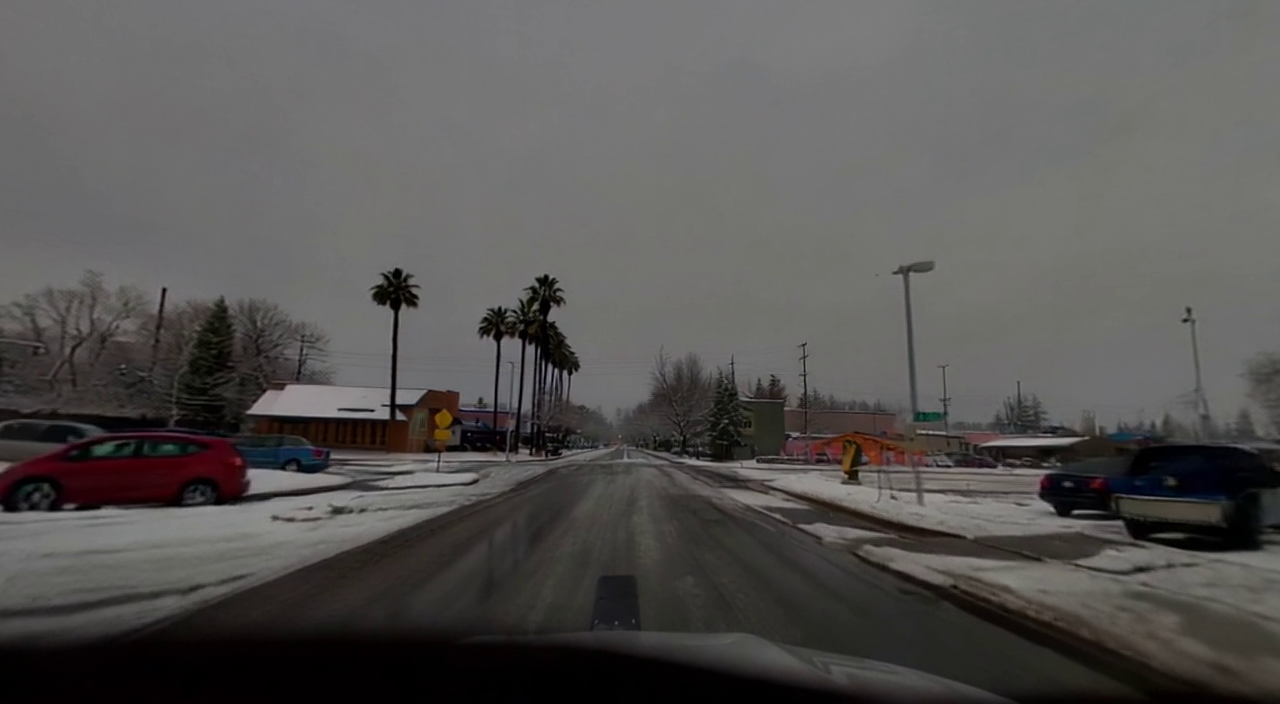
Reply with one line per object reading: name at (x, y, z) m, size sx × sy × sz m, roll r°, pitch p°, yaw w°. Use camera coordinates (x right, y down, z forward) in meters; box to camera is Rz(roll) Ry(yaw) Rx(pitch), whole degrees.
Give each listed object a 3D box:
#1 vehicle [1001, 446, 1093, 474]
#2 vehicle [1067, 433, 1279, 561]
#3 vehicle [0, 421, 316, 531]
vehicle at (27.908, 7.390, 43.430) m, size 4.839 × 1.845 × 2.037 m, roll 0°, pitch -8°, yaw -1°
vehicle at (9.359, 2.184, 10.256) m, size 4.651 × 1.610 × 2.157 m, roll 6°, pitch -10°, yaw -31°
vehicle at (-8.402, 2.021, 10.963) m, size 2.086 × 1.434 × 4.809 m, roll -3°, pitch -9°, yaw 18°
